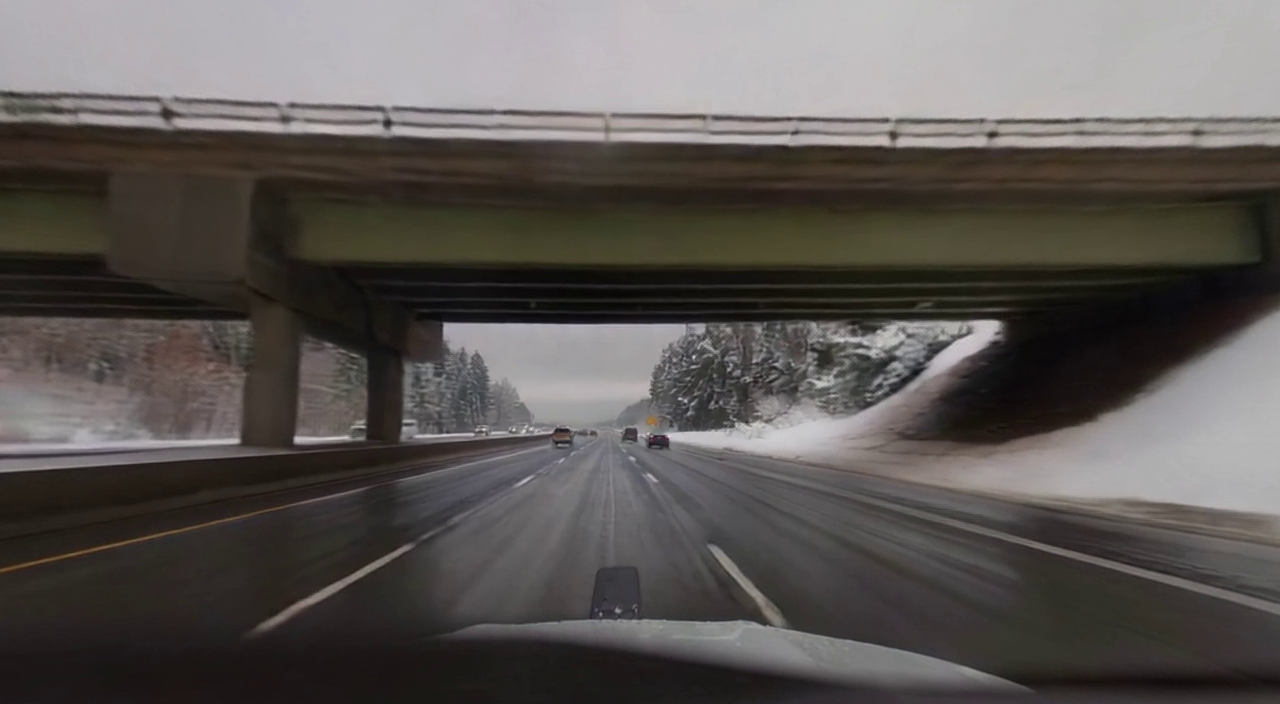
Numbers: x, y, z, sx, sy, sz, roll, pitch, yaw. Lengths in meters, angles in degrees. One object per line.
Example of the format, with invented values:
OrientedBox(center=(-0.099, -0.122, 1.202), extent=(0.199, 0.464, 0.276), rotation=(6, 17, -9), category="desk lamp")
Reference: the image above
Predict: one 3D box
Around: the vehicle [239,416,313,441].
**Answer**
OrientedBox(center=(-19.197, 4.098, 33.352), extent=(1.709, 1.249, 3.954), rotation=(1, -8, -3), category="vehicle")

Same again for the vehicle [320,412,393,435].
OrientedBox(center=(-15.051, 3.872, 33.631), extent=(1.973, 1.175, 4.532), rotation=(0, -8, -3), category="vehicle")

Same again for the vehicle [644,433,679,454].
OrientedBox(center=(1.425, 6.195, 42.529), extent=(1.999, 1.329, 3.913), rotation=(1, -8, -4), category="vehicle")
